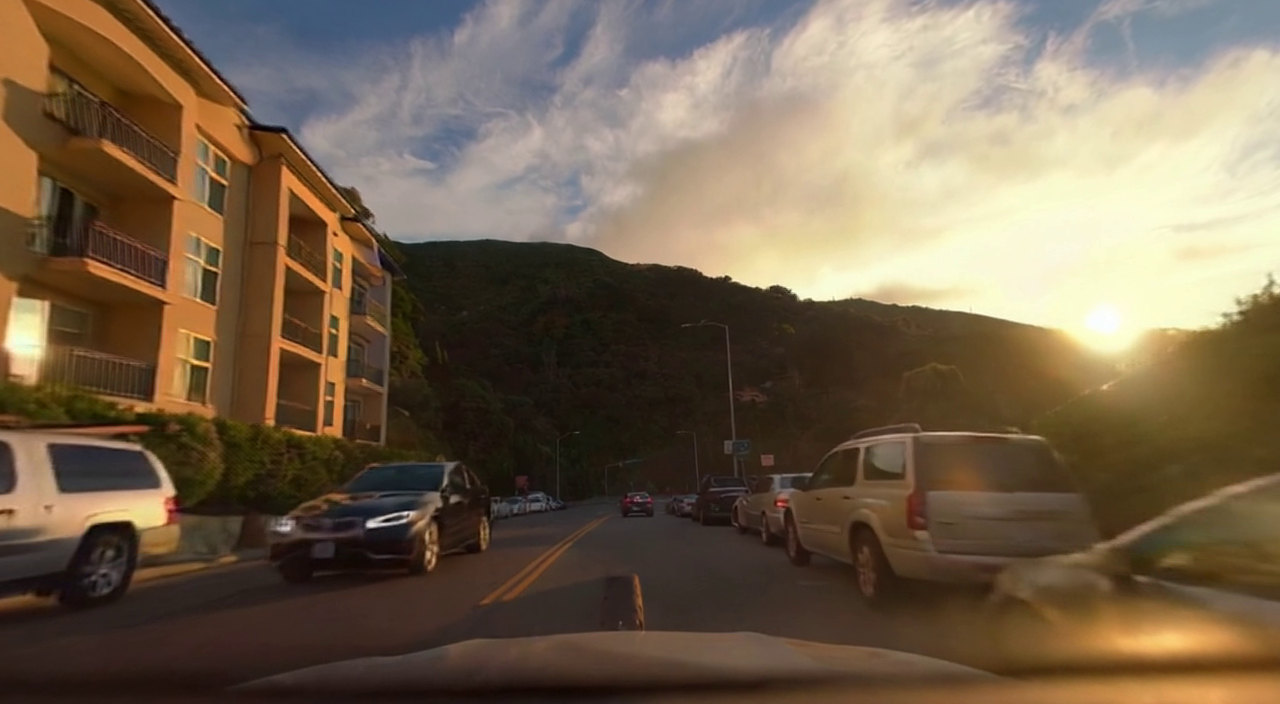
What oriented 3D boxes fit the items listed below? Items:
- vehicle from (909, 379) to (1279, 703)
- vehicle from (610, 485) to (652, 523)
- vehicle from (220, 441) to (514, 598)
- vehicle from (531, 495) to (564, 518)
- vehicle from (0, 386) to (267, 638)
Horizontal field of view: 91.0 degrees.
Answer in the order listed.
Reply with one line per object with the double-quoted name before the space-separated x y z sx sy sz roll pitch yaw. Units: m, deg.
"vehicle" 2.620 0.776 1.382 1.933 1.465 4.698 0 -8 -1
"vehicle" -0.536 8.368 34.953 2.201 1.731 3.854 0 -8 -2
"vehicle" -3.336 2.208 9.000 2.102 1.621 4.627 0 -11 0
"vehicle" -7.033 11.829 48.291 1.859 1.428 4.465 0 -10 -1
"vehicle" -6.384 1.358 5.475 2.692 1.949 5.948 0 -11 -1
